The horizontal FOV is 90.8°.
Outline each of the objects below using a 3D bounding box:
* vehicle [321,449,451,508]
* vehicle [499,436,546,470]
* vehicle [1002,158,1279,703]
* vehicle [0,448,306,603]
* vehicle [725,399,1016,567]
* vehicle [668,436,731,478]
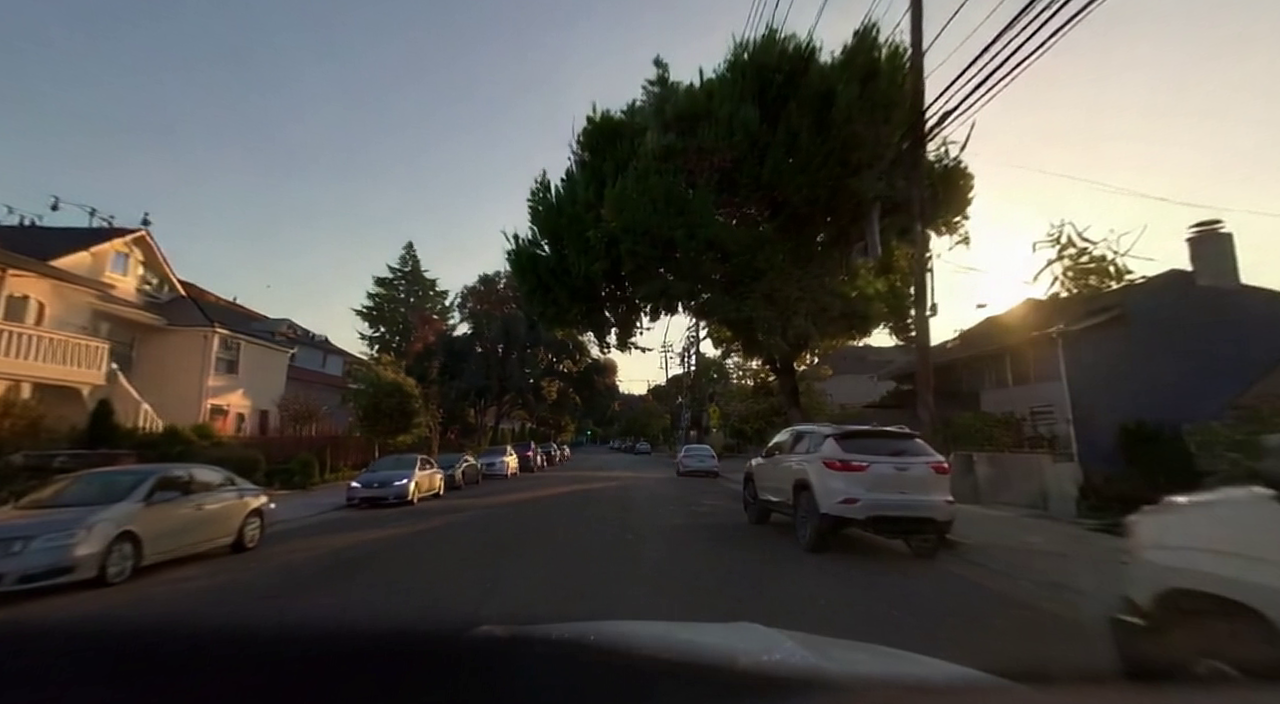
[{"bbox_3d":[-6.745,3.362,17.362,1.958,1.359,4.357,0,-8,-3],"label":"vehicle"},{"bbox_3d":[-7.262,6.309,39.605,2.183,1.972,4.817,0,-8,-2],"label":"vehicle"},{"bbox_3d":[3.173,0.405,1.128,2.295,2.279,4.578,0,-8,1],"label":"vehicle"},{"bbox_3d":[-6.558,2.060,8.582,1.866,1.474,4.753,1,-8,-6],"label":"vehicle"},{"bbox_3d":[3.079,1.924,10.160,2.427,1.947,5.329,0,-8,-3],"label":"vehicle"},{"bbox_3d":[2.821,5.166,31.395,2.365,1.874,5.669,0,-8,-2],"label":"vehicle"}]
